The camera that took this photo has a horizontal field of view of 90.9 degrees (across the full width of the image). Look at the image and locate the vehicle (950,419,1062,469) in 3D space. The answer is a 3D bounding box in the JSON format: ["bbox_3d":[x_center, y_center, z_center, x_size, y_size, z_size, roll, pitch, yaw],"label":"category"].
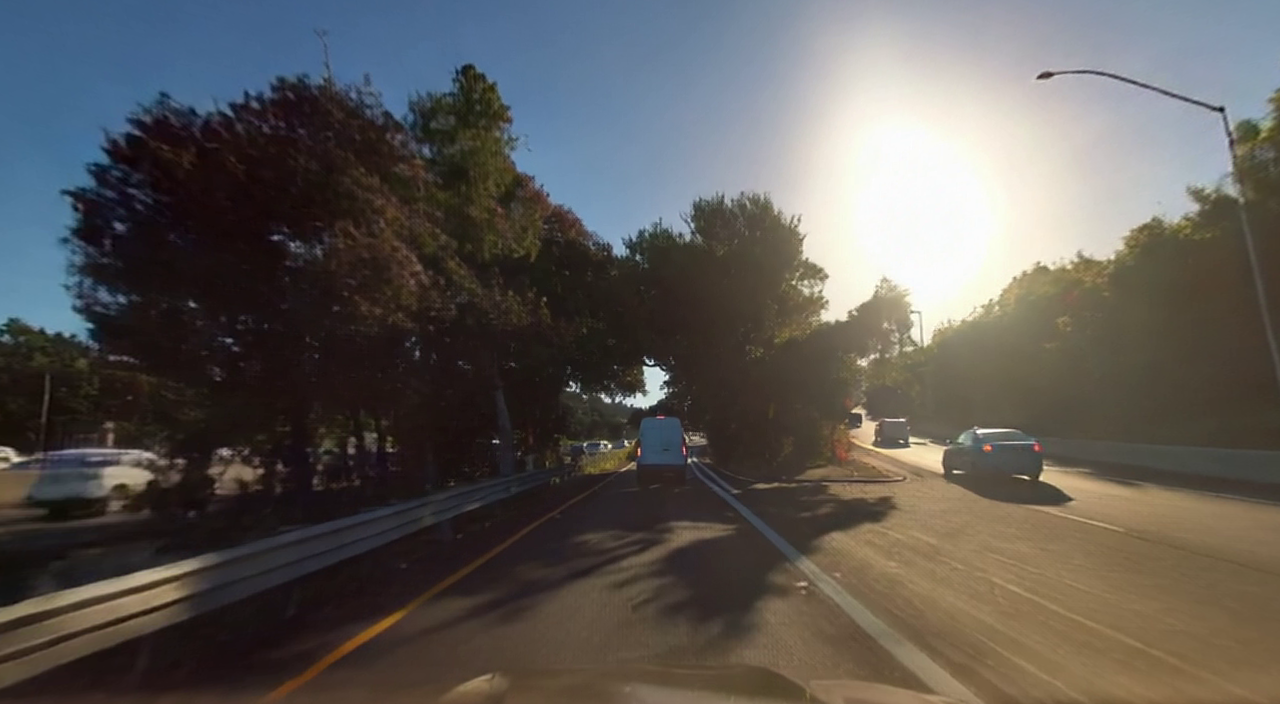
[{"bbox_3d":[13.475,3.443,23.620,2.098,1.654,4.637,-2,-8,10],"label":"vehicle"}]

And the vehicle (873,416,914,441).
[{"bbox_3d":[19.718,6.034,49.219,2.167,1.798,4.838,-2,-8,13],"label":"vehicle"}]

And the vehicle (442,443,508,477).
[{"bbox_3d":[-8.231,5.411,31.910,1.896,1.543,4.429,-1,-8,4],"label":"vehicle"}]

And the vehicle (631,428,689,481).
[{"bbox_3d":[0.756,3.965,24.629,2.043,1.821,4.558,0,-8,1],"label":"vehicle"}]

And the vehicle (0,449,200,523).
[{"bbox_3d":[-13.437,3.119,15.358,1.918,1.451,4.668,-1,-8,2],"label":"vehicle"}]
